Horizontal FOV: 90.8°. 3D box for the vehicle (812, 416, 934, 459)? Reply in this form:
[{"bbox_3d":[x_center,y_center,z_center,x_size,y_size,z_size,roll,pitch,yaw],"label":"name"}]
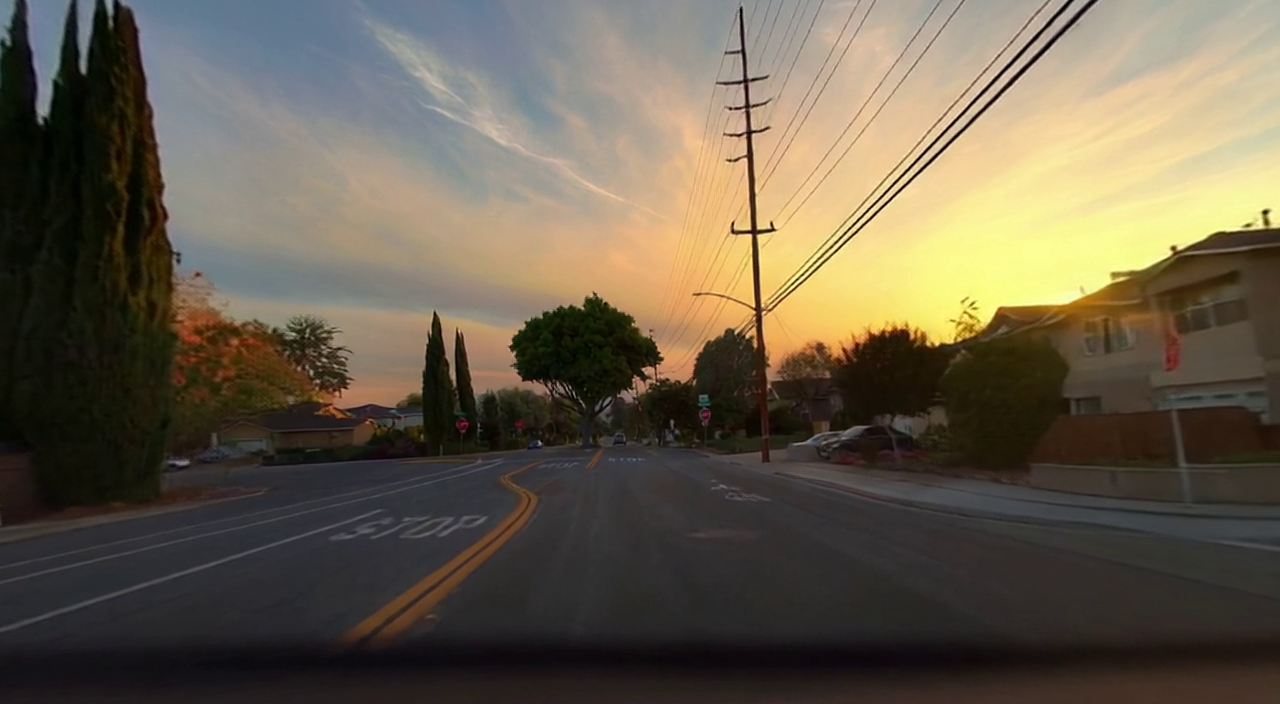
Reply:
[{"bbox_3d":[10.251,3.821,28.122,4.544,1.807,2.204,0,-9,2],"label":"vehicle"}]
